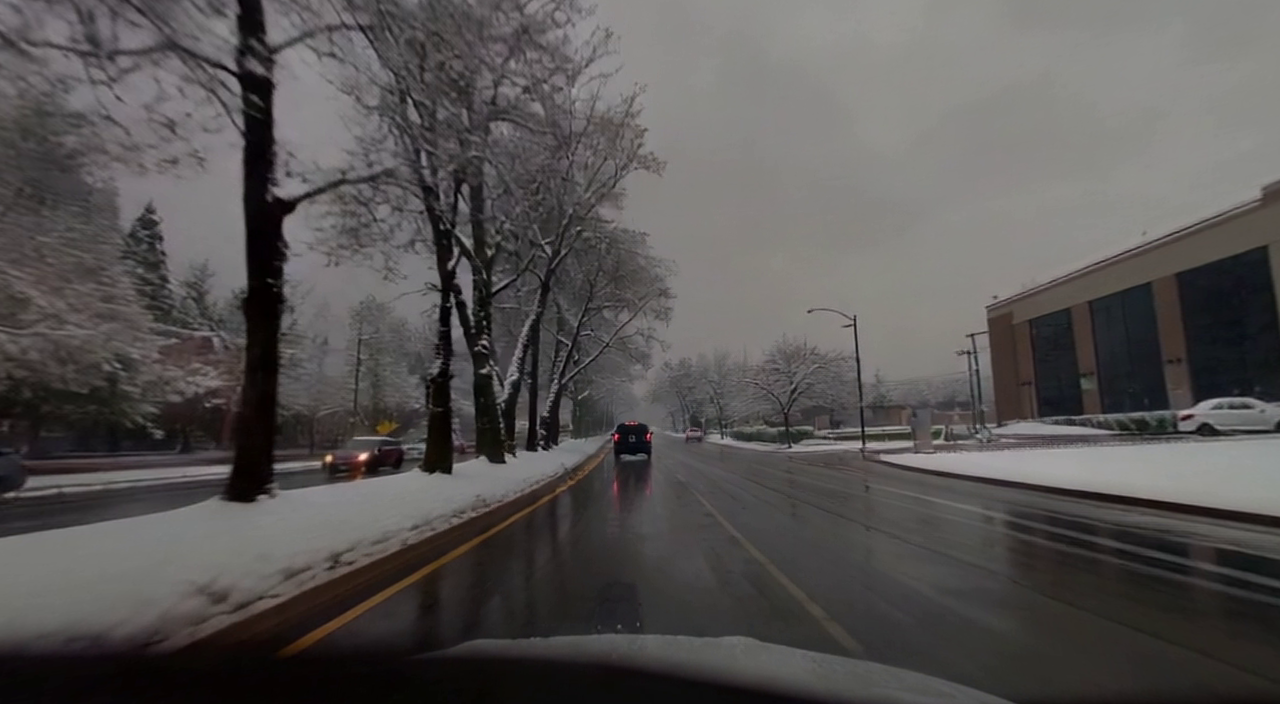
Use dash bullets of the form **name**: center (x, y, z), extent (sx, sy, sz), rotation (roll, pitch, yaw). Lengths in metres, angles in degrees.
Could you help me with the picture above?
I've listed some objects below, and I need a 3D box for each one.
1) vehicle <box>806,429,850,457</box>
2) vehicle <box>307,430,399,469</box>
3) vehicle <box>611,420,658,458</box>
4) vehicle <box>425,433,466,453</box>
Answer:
- **vehicle**: center (12.658, 6.164, 42.887), extent (2.364, 1.781, 4.854), rotation (-2, -9, 11)
- **vehicle**: center (-13.400, 4.608, 29.890), extent (1.929, 1.676, 5.134), rotation (0, -8, 0)
- **vehicle**: center (-0.286, 4.817, 34.873), extent (2.411, 1.937, 5.186), rotation (0, -8, 0)
- **vehicle**: center (-14.973, 7.049, 48.841), extent (1.870, 1.473, 4.584), rotation (0, -8, -3)
